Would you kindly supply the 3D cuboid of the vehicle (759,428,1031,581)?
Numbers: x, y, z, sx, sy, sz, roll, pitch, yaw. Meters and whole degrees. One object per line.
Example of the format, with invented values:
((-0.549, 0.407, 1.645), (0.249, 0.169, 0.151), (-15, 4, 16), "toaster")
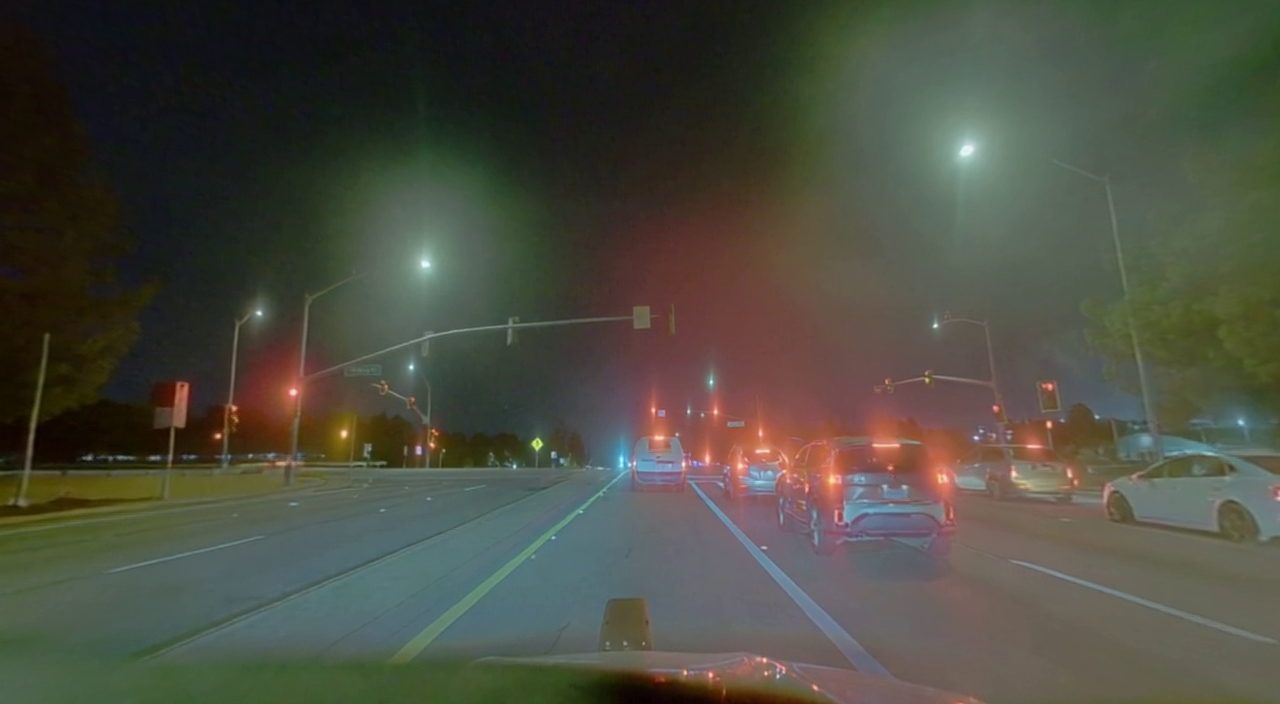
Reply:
((3.051, 1.890, 8.698), (2.078, 1.578, 4.107), (0, -8, 1), "vehicle")

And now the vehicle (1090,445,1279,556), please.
((9.348, 2.139, 9.551), (1.884, 1.422, 4.262), (0, -8, 0), "vehicle")

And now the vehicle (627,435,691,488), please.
((0.639, 4.132, 24.202), (2.245, 1.800, 4.522), (0, -8, 0), "vehicle")
